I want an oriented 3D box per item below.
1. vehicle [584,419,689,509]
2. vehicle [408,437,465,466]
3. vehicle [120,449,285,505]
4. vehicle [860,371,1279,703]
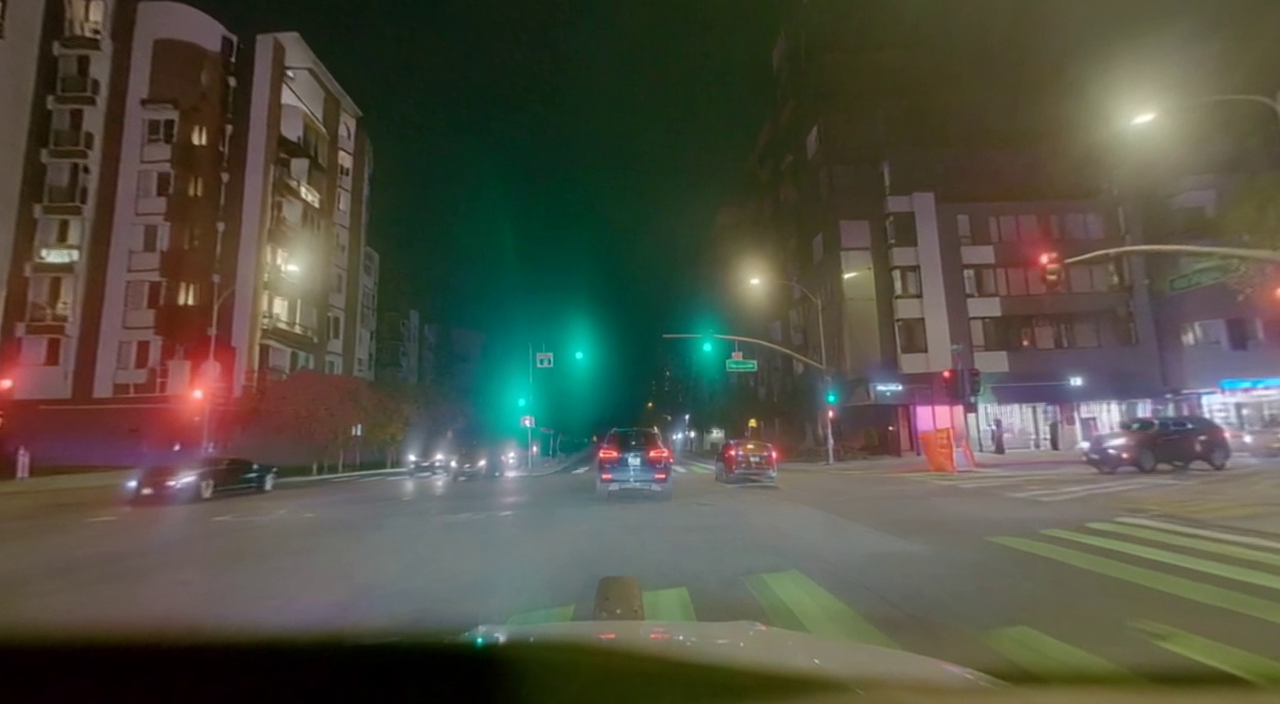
[{"bbox_3d":[-0.029,2.753,16.009,2.206,1.858,5.332,-1,-8,1],"label":"vehicle"},{"bbox_3d":[-13.034,6.366,40.777,1.964,1.712,5.236,0,-8,0],"label":"vehicle"},{"bbox_3d":[-13.288,3.778,19.613,1.943,1.487,4.472,0,-8,-1],"label":"vehicle"},{"bbox_3d":[3.171,1.157,4.174,1.906,1.608,4.137,0,-8,0],"label":"vehicle"}]
